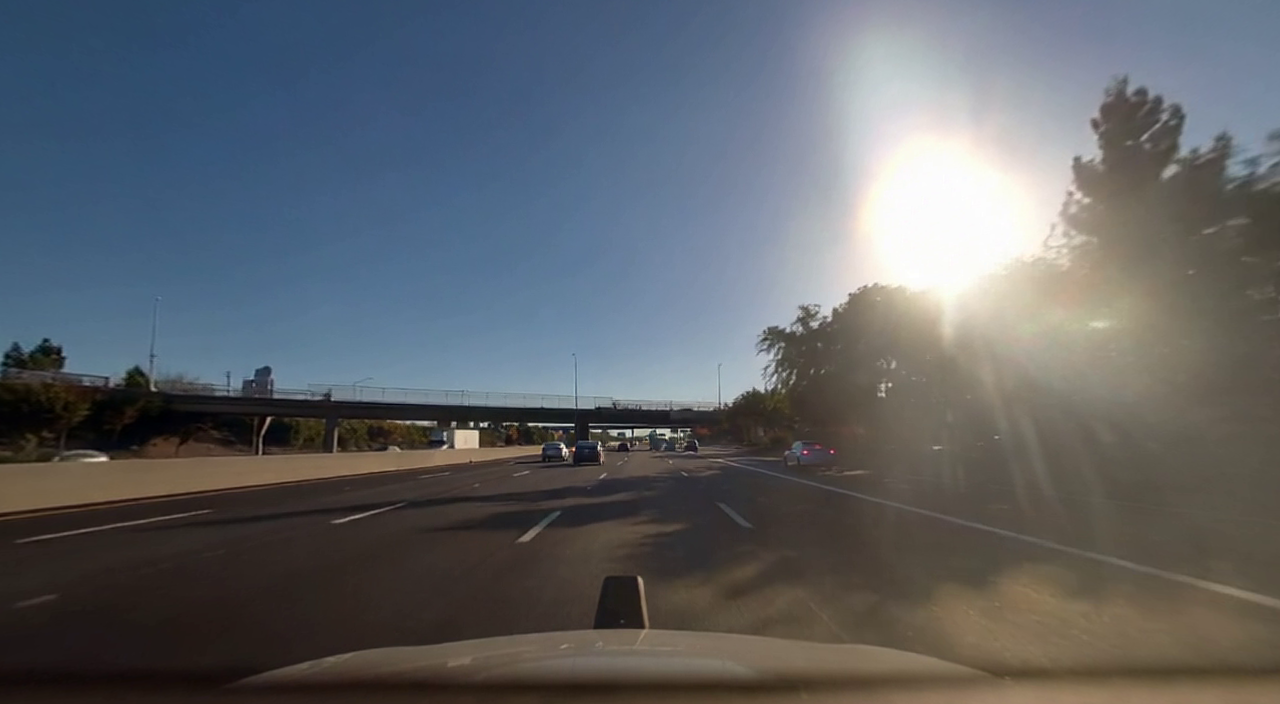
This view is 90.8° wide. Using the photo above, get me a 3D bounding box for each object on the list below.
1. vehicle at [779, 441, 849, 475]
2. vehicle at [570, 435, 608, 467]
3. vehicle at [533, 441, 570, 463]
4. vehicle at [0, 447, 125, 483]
[{"bbox_3d":[7.833,4.805,28.856,1.900,1.432,4.519,0,-8,0],"label":"vehicle"},{"bbox_3d":[-3.074,6.034,38.687,1.893,1.827,4.513,0,-8,1],"label":"vehicle"},{"bbox_3d":[-6.448,7.302,46.243,2.009,1.462,4.458,0,-8,1],"label":"vehicle"},{"bbox_3d":[-27.029,5.207,29.477,1.933,1.522,4.765,0,-8,0],"label":"vehicle"}]
